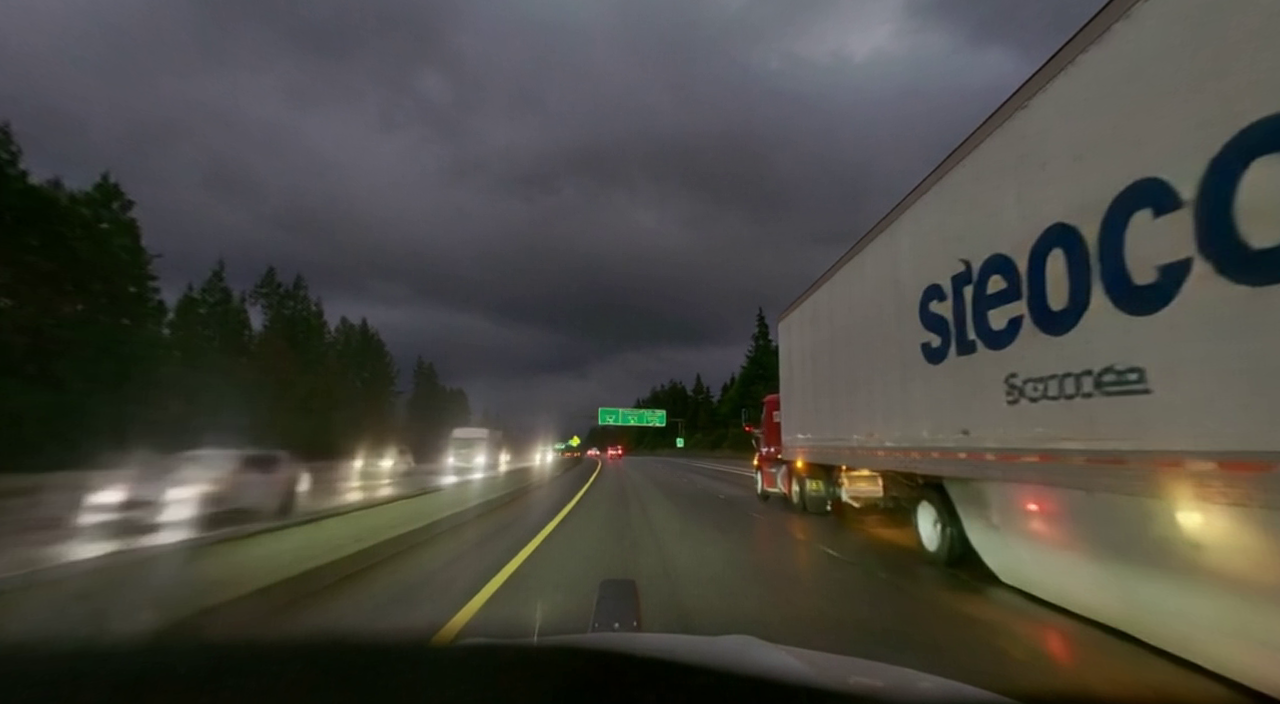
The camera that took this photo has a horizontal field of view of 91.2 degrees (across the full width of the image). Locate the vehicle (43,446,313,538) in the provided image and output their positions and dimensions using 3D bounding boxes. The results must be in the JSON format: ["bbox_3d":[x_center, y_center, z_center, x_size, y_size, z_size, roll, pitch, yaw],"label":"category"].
[{"bbox_3d":[-9.099,2.751,13.061,2.095,1.529,4.706,0,-9,-1],"label":"vehicle"}]

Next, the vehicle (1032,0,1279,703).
[{"bbox_3d":[4.519,-0.658,0.495,2.892,3.928,8.380,1,-9,0],"label":"vehicle"}]

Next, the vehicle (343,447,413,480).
[{"bbox_3d":[-13.775,5.868,33.189,1.957,1.613,4.051,0,-9,0],"label":"vehicle"}]

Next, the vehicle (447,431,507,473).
[{"bbox_3d":[-10.587,6.555,41.367,2.491,2.522,5.985,0,-9,-2],"label":"vehicle"}]
